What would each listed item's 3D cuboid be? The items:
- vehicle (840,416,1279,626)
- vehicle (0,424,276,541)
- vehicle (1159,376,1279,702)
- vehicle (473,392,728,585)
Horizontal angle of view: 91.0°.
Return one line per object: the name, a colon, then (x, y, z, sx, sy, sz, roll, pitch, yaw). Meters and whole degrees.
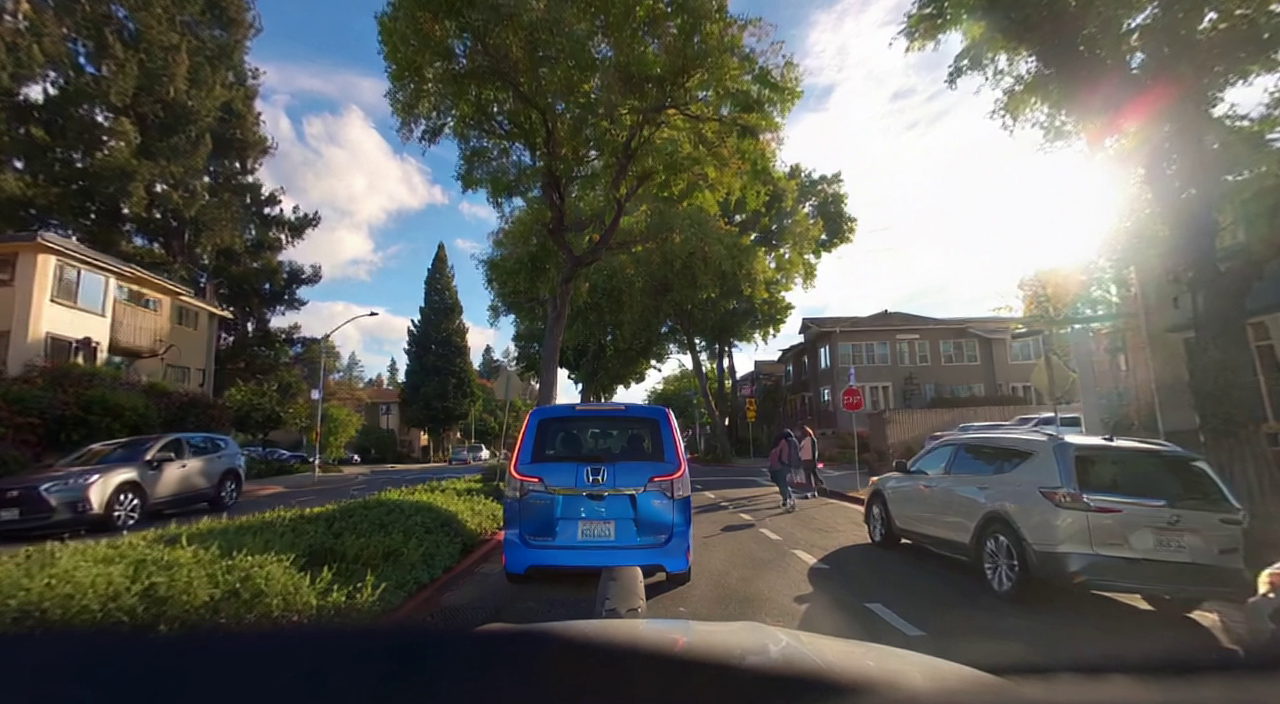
vehicle: (4.202, 1.728, 7.535, 1.959, 1.581, 4.731, 4, -9, -2)
vehicle: (-8.311, 2.051, 10.647, 1.825, 1.532, 4.083, -3, -7, 1)
vehicle: (4.550, 0.836, 1.896, 2.016, 1.757, 4.617, 3, -8, -1)
vehicle: (-0.410, 1.622, 8.289, 2.377, 1.787, 4.652, 0, -8, -1)
